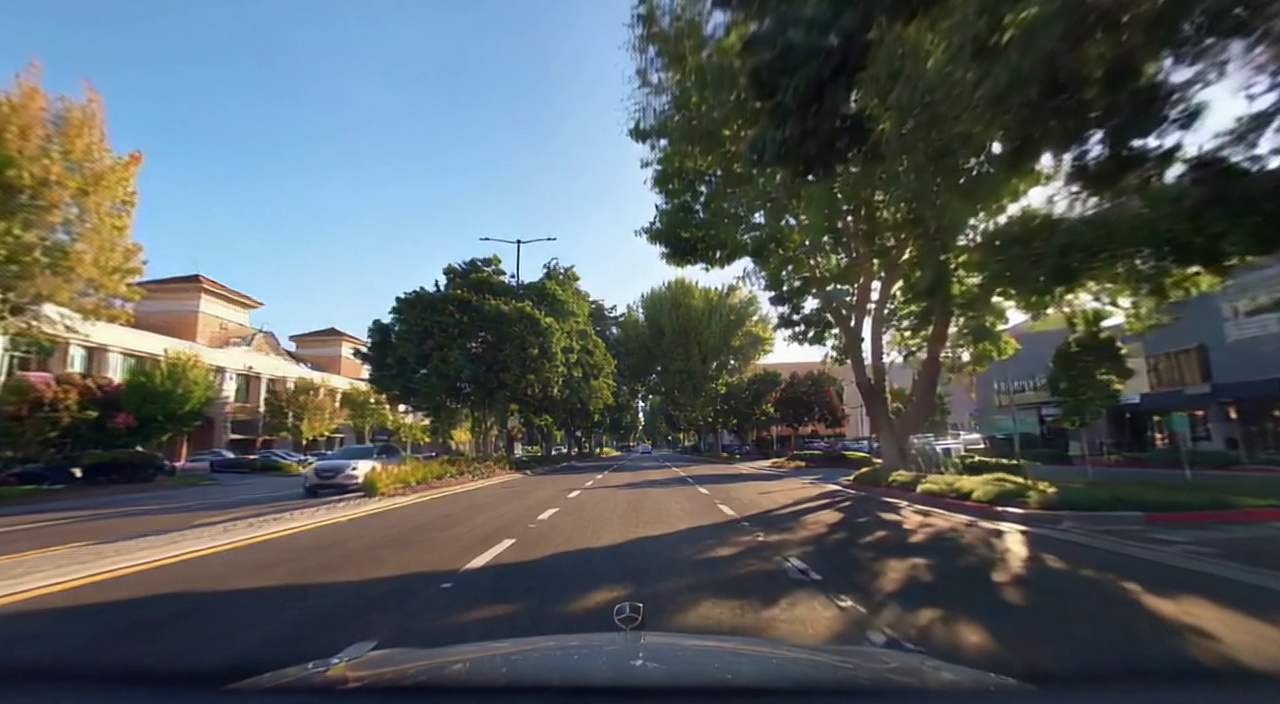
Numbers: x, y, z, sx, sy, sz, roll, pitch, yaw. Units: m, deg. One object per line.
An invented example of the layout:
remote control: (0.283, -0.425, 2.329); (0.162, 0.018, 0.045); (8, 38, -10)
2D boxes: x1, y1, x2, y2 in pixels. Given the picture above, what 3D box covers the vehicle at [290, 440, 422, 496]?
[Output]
vehicle: (-8.753, 3.592, 19.883); (1.961, 1.559, 4.480); (-1, -9, 2)
